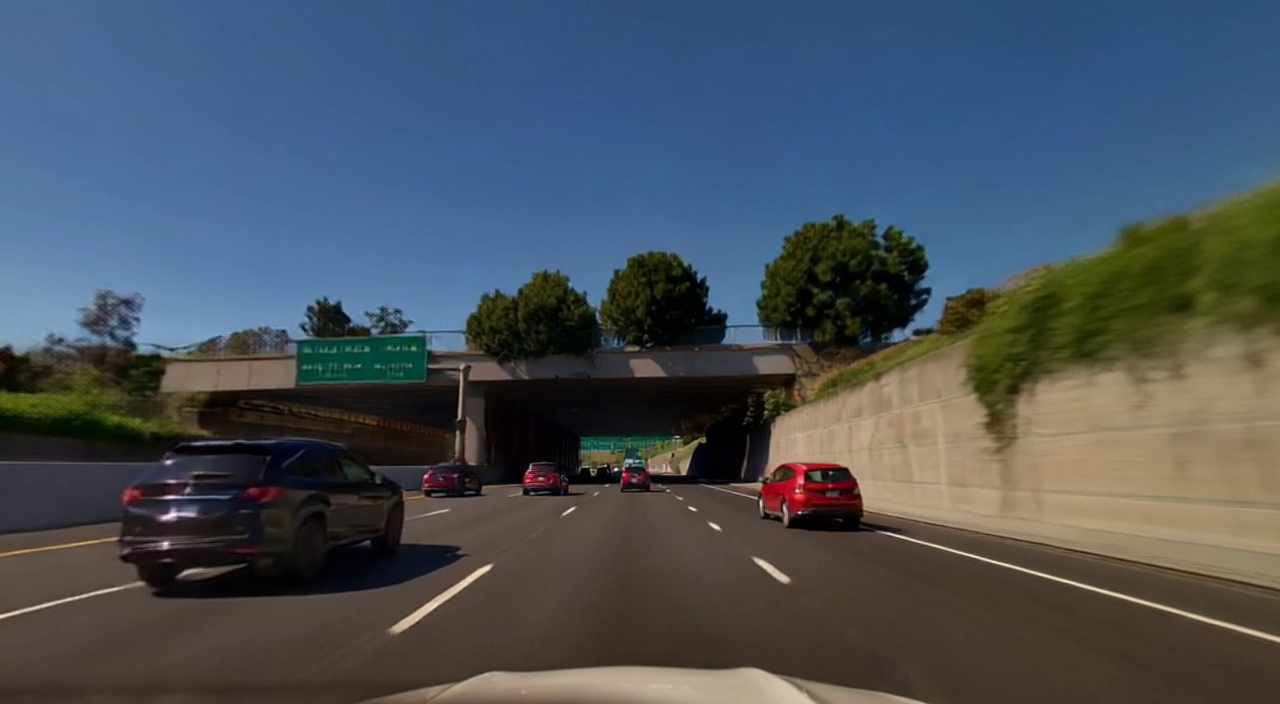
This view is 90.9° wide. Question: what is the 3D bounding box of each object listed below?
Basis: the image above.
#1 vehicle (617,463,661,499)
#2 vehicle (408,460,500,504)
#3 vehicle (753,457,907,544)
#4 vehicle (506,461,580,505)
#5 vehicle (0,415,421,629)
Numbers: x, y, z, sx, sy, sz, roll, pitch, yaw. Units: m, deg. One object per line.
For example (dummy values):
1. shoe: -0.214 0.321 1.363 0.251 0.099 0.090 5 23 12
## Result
1. vehicle: -0.057 6.283 30.948 1.992 1.601 3.762 1 -11 0
2. vehicle: -7.250 5.131 25.117 2.142 1.545 4.708 1 -11 1
3. vehicle: 3.864 3.118 13.661 1.992 1.557 4.017 1 -11 -1
4. vehicle: -3.677 5.093 24.773 2.102 1.521 4.687 1 -11 1
5. vehicle: -4.413 1.803 7.439 2.069 1.699 4.452 1 -11 -1
